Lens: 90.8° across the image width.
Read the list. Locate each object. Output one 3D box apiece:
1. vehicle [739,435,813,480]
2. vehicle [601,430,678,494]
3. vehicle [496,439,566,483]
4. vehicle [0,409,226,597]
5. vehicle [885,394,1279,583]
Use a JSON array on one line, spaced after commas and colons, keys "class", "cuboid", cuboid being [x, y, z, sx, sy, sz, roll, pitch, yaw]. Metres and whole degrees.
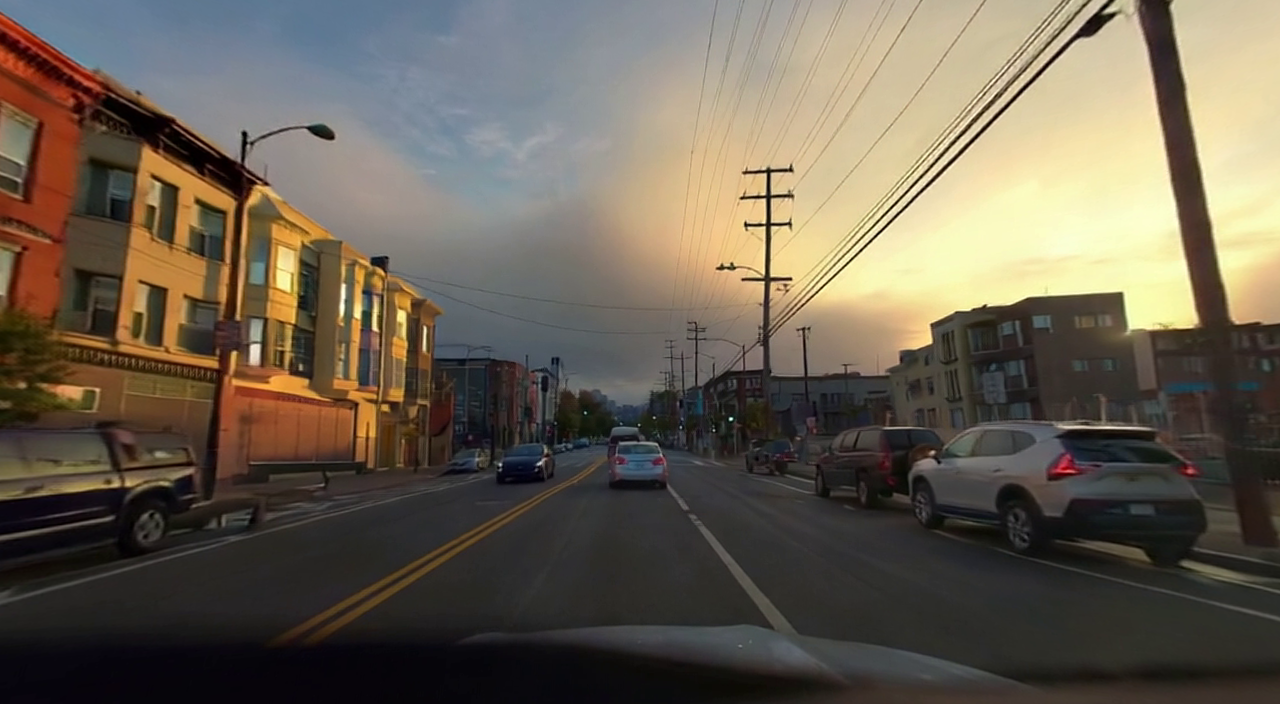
[{"class": "vehicle", "cuboid": [6.279, 4.936, 29.978, 2.197, 1.917, 5.637, 0, -8, 0]}, {"class": "vehicle", "cuboid": [-0.003, 3.109, 18.131, 1.980, 1.635, 3.795, 0, -8, 0]}, {"class": "vehicle", "cuboid": [-4.087, 4.153, 24.378, 1.968, 1.524, 4.304, 0, -8, 0]}, {"class": "vehicle", "cuboid": [-7.380, 1.586, 6.941, 2.095, 1.847, 5.290, 0, -8, -1]}, {"class": "vehicle", "cuboid": [6.209, 1.938, 9.997, 2.203, 2.052, 5.975, 0, -8, -1]}]
